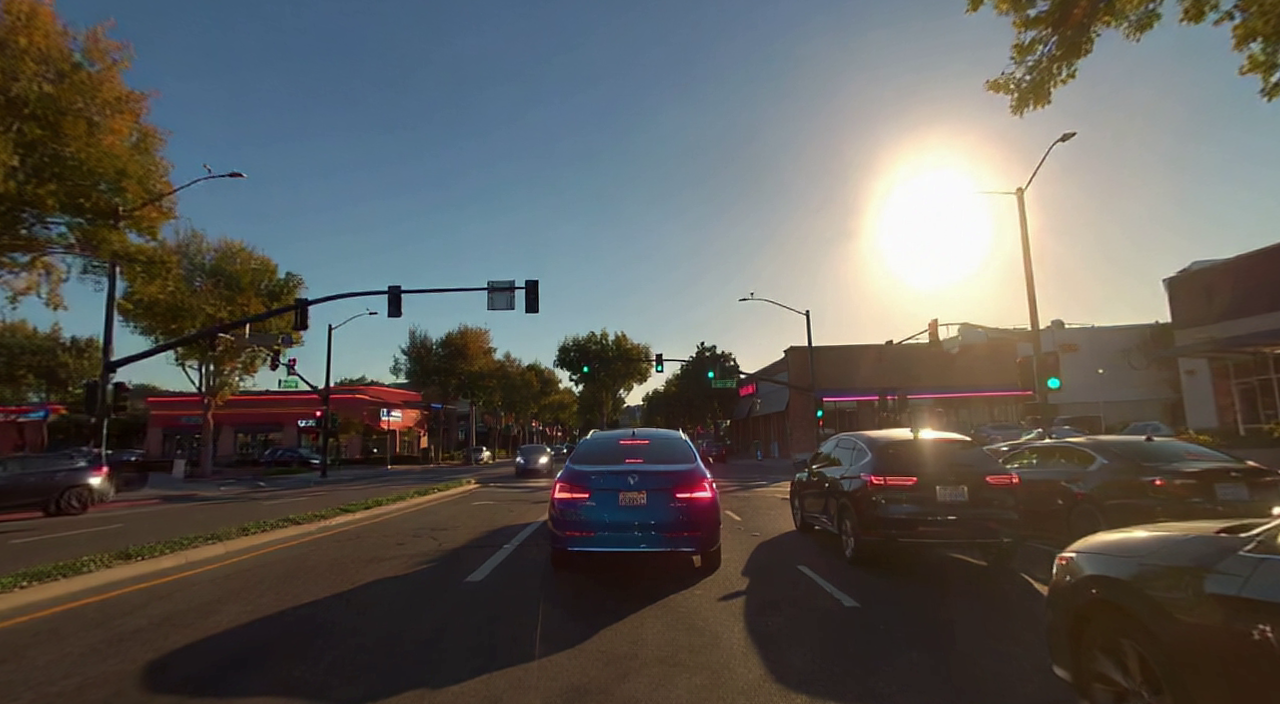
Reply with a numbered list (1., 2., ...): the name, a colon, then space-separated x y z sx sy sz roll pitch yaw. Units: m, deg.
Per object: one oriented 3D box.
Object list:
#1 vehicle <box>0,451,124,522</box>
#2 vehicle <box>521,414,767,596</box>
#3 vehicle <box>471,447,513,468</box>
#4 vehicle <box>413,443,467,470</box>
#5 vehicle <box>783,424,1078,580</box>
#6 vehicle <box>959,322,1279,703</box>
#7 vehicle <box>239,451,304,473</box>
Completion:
1. vehicle: -15.784 3.254 15.440 2.269 1.604 4.265 -2 -9 13
2. vehicle: 0.011 1.632 7.502 2.154 1.577 3.723 0 -9 -1
3. vehicle: -11.256 8.007 48.240 2.099 1.478 4.411 0 -9 0
4. vehicle: -15.080 7.900 48.037 2.395 1.903 4.860 -1 -9 1
5. vehicle: 3.321 1.782 8.323 1.865 1.496 4.170 0 -9 0
6. vehicle: 2.978 0.693 1.571 2.075 1.661 4.401 0 -9 1
7. vehicle: -28.588 8.537 49.174 4.205 1.541 1.780 4 -10 -28
